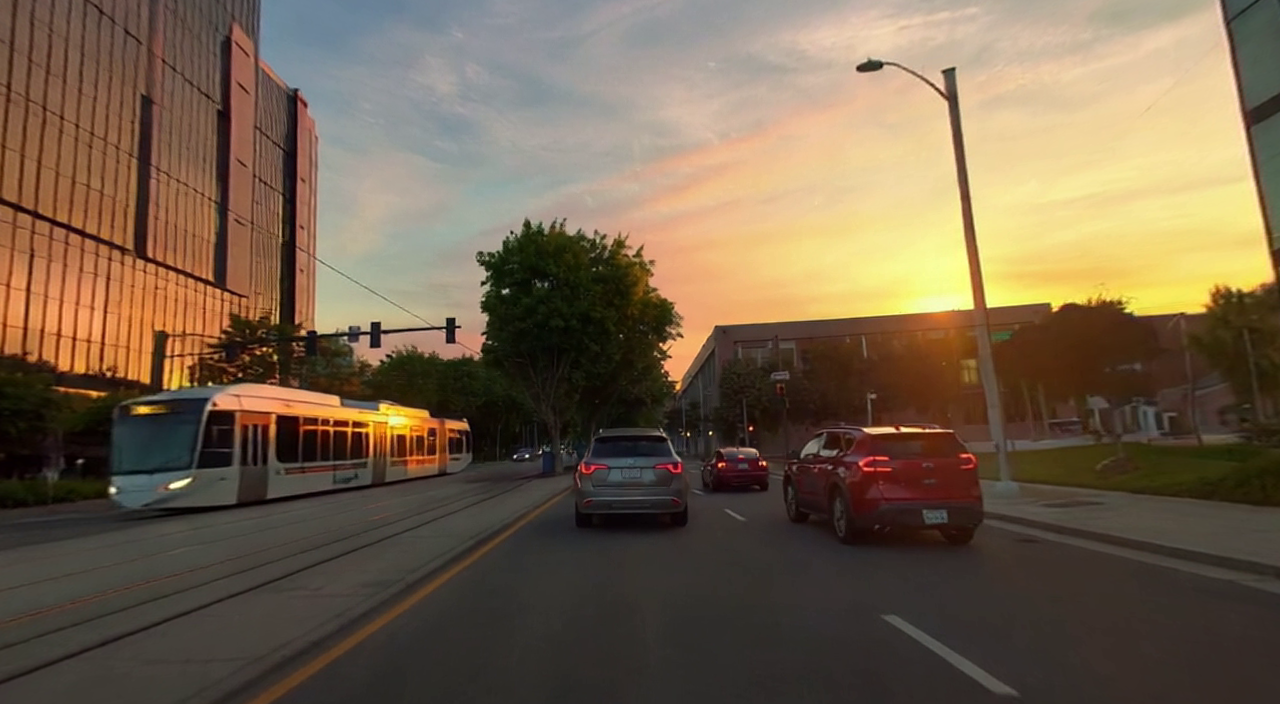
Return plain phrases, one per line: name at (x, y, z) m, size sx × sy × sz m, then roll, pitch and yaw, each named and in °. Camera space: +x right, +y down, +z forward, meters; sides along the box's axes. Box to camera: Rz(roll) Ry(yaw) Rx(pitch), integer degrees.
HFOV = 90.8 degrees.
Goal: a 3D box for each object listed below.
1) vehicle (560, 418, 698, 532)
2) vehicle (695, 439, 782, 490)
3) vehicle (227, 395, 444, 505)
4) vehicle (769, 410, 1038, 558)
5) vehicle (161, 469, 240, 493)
vehicle at (-0.223, 2.253, 12.155) m, size 2.178 × 1.779 × 4.255 m, roll 0°, pitch -8°, yaw -1°
vehicle at (3.095, 3.642, 20.789) m, size 1.993 × 1.480 × 4.324 m, roll 0°, pitch -8°, yaw -2°
vehicle at (-10.990, 3.762, 24.730) m, size 3.053 × 3.359 × 10.539 m, roll 0°, pitch -8°, yaw 1°
vehicle at (3.563, 1.884, 9.766) m, size 2.029 × 1.717 × 4.624 m, roll 0°, pitch -8°, yaw -2°
vehicle at (-34.079, 10.002, 49.044) m, size 4.726 × 1.458 × 1.770 m, roll -3°, pitch -11°, yaw -2°
